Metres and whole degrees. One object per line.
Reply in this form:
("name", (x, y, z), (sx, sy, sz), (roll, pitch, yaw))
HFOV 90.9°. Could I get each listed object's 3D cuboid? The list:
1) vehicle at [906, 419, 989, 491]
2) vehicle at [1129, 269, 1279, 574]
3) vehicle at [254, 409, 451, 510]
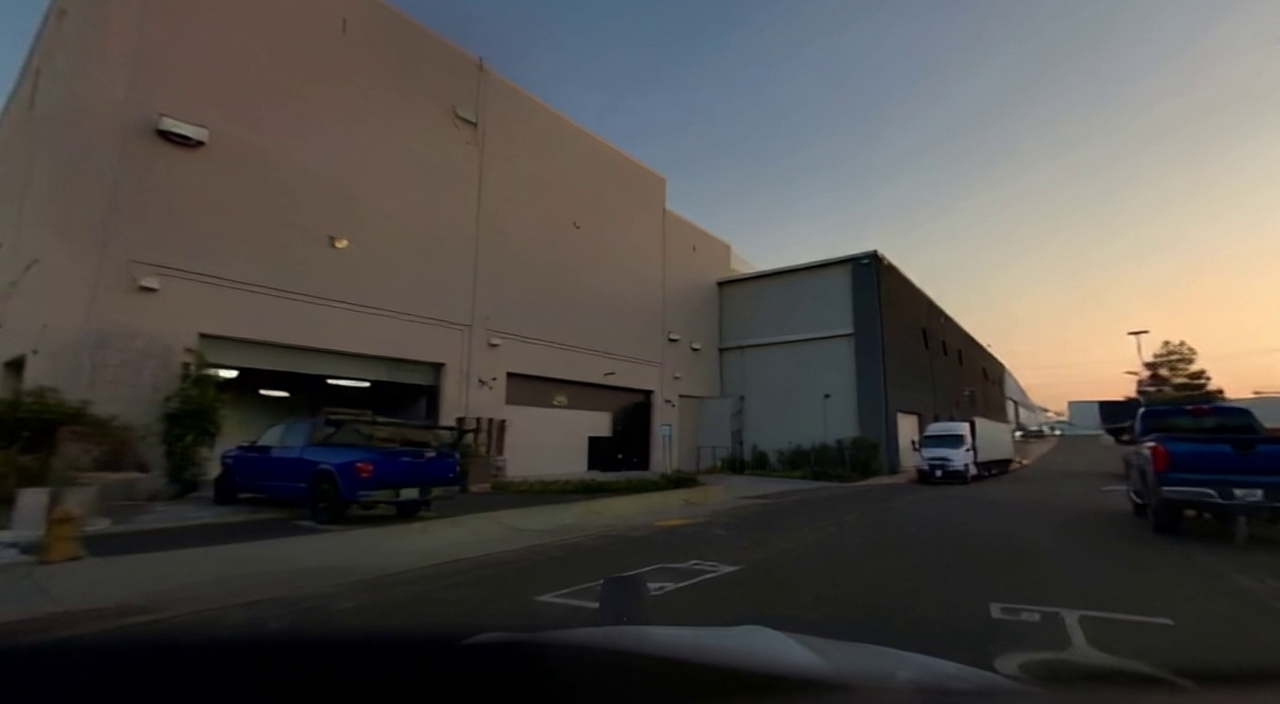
("vehicle", (20.189, 6.606, 41.116), (3.111, 4.217, 7.722), (-7, -10, 37))
("vehicle", (13.465, 1.630, 14.116), (2.966, 4.658, 11.455), (-6, -10, 34))
("vehicle", (-9.855, 3.606, 22.348), (2.298, 3.004, 6.271), (-8, -8, 26))
